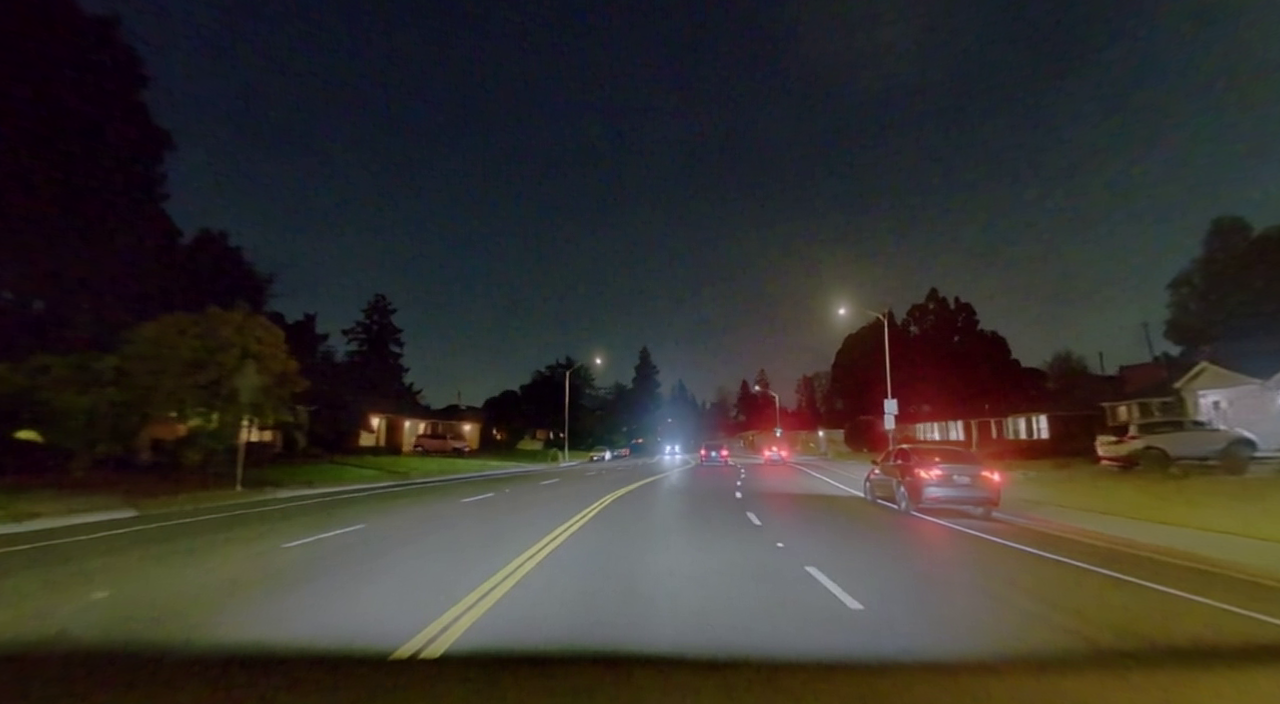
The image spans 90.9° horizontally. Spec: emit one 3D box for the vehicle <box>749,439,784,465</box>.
[{"bbox_3d":[9.861,7.823,49.392,2.059,1.924,4.257,-1,-9,4],"label":"vehicle"}]

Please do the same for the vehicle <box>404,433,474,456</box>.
[{"bbox_3d":[-14.528,6.707,45.622,4.377,1.570,1.871,-1,-9,7],"label":"vehicle"}]

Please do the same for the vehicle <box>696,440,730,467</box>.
[{"bbox_3d":[4.871,6.744,42.047,2.106,1.667,4.367,-1,-9,7],"label":"vehicle"}]

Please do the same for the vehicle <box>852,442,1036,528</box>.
[{"bbox_3d":[6.148,2.701,13.442,1.934,1.506,4.282,0,-8,3],"label":"vehicle"}]
